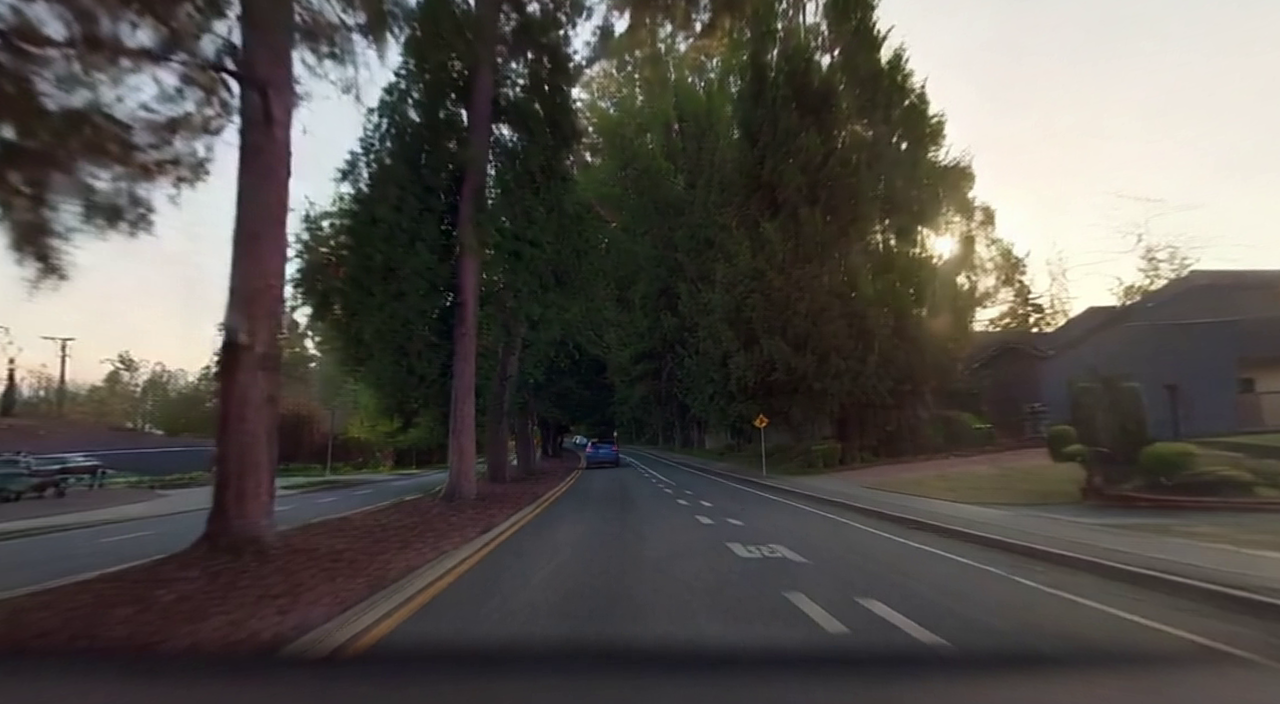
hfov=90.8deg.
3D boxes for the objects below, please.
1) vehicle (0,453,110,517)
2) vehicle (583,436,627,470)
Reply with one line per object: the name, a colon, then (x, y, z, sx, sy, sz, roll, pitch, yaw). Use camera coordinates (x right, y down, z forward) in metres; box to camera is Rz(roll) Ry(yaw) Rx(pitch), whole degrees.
vehicle: (-23.120, 4.952, 24.121, 2.076, 2.085, 5.241, 2, -9, -13)
vehicle: (-1.856, 5.455, 34.128, 2.216, 1.708, 4.110, 0, -8, -3)
